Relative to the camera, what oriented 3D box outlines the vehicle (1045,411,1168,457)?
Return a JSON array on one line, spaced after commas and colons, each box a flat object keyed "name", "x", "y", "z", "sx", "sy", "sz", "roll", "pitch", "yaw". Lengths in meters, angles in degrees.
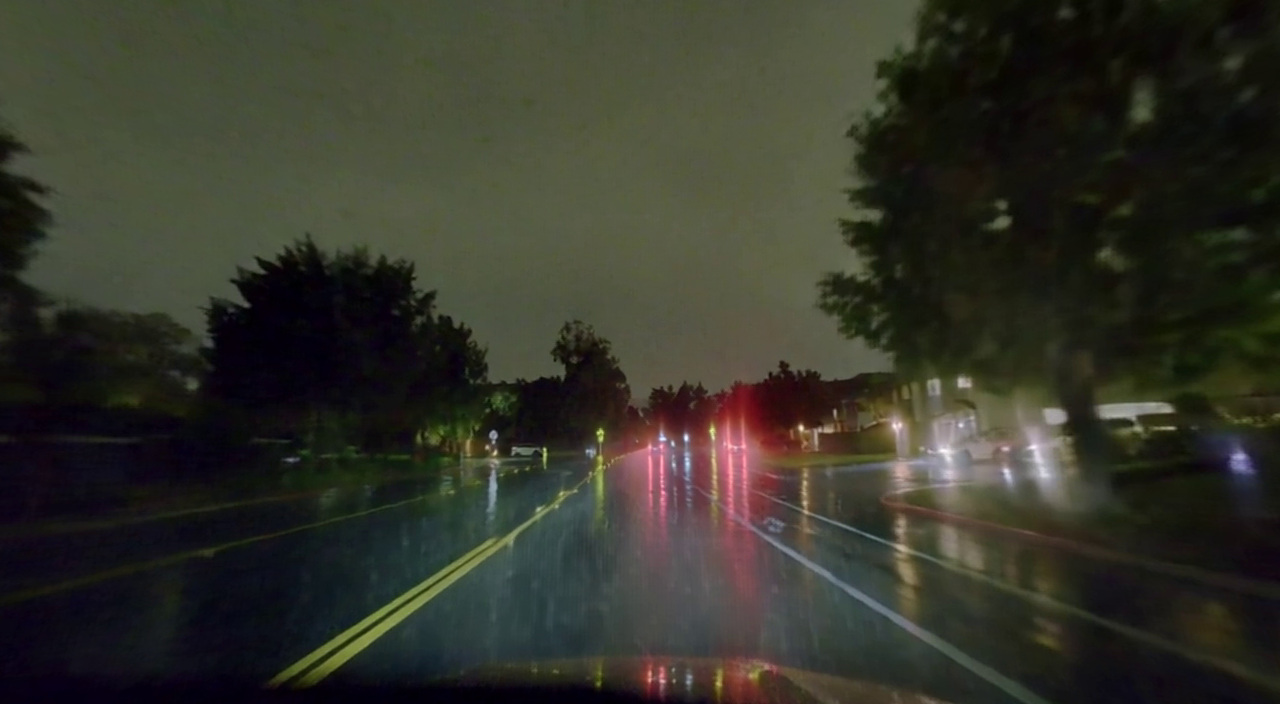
[{"name": "vehicle", "x": 19.808, "y": 3.572, "z": 27.109, "sx": 1.924, "sy": 1.703, "sz": 4.254, "roll": -3, "pitch": -9, "yaw": 0}]
